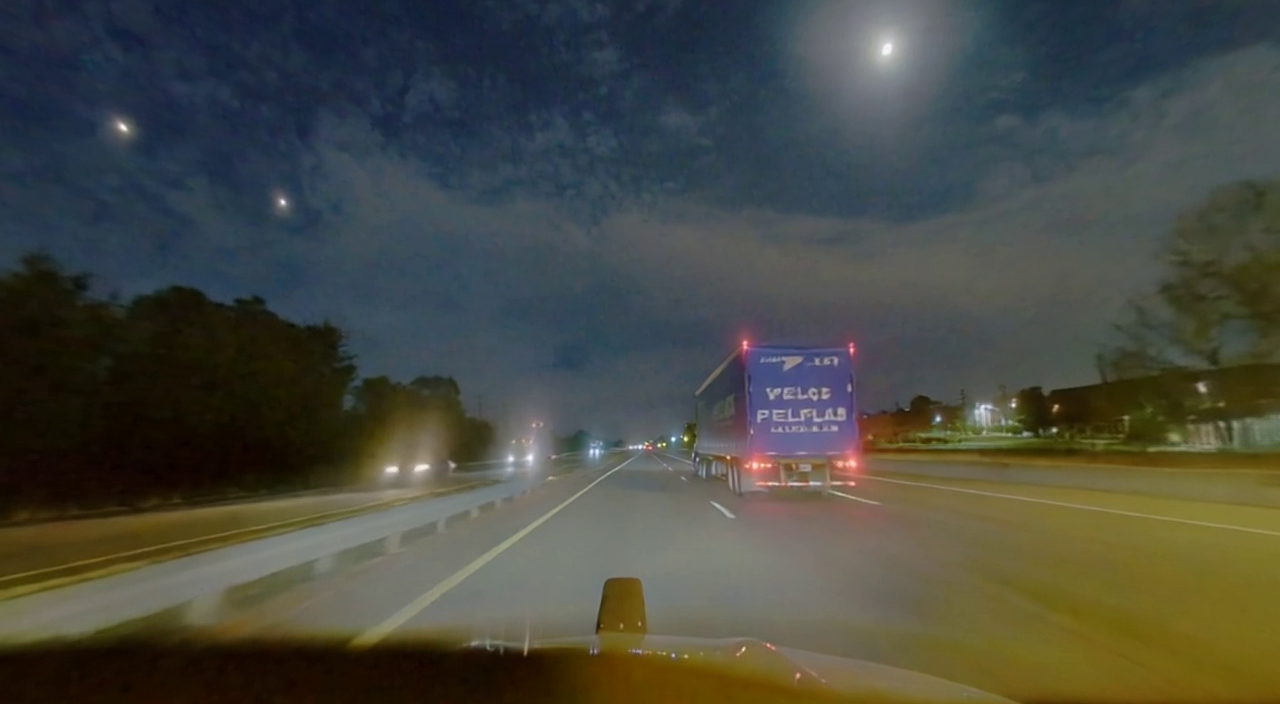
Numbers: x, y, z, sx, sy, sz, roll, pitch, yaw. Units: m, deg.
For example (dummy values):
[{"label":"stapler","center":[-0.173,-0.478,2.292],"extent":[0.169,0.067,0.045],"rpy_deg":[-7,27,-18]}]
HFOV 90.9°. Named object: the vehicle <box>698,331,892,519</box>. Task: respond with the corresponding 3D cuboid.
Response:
[{"label":"vehicle","center":[4.062,2.555,20.468],"extent":[3.341,4.269,12.252],"rpy_deg":[0,-9,1]}]
